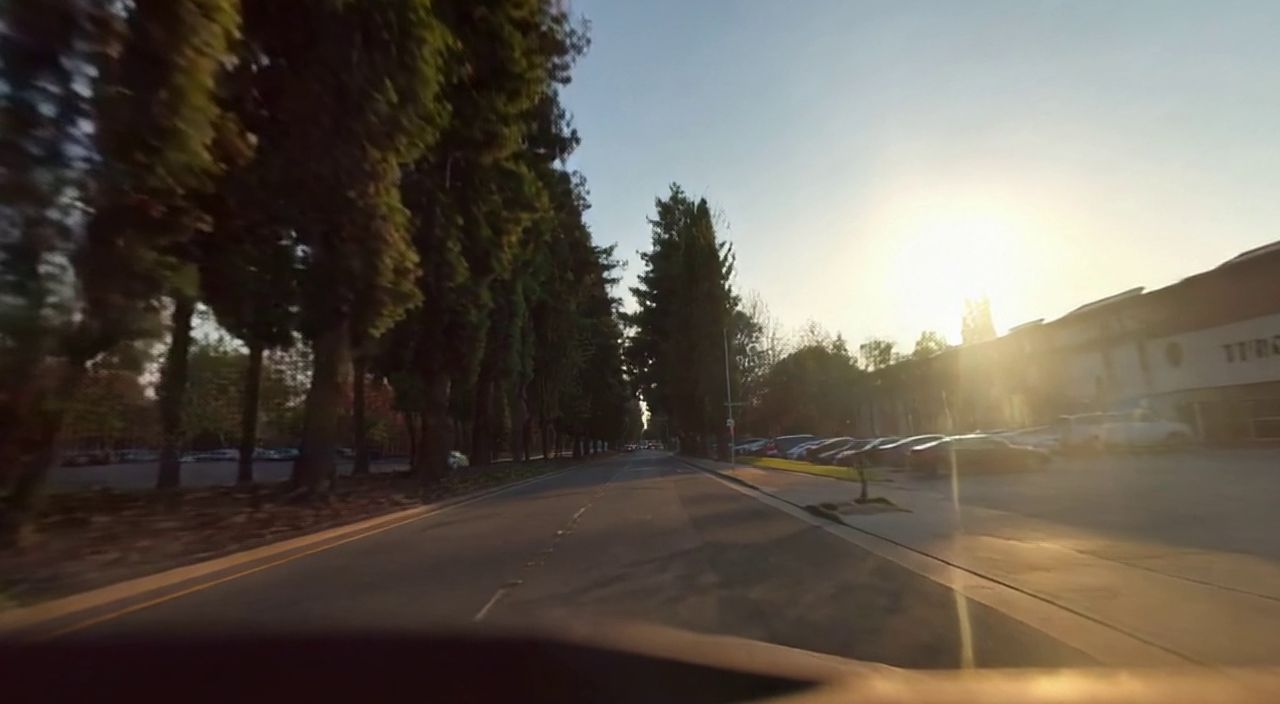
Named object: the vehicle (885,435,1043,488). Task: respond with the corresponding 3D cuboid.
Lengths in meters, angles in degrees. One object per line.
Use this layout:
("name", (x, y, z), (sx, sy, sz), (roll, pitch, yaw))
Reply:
("vehicle", (11.105, 3.763, 21.872), (4.361, 1.462, 1.857), (-4, -8, 1))

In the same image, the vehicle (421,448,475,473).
("vehicle", (-13.290, 7.505, 43.866), (2.044, 1.514, 4.704), (-3, -9, 4))

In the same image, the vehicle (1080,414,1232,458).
("vehicle", (22.688, 3.706, 27.855), (4.759, 1.564, 2.117), (-4, -8, 0))
